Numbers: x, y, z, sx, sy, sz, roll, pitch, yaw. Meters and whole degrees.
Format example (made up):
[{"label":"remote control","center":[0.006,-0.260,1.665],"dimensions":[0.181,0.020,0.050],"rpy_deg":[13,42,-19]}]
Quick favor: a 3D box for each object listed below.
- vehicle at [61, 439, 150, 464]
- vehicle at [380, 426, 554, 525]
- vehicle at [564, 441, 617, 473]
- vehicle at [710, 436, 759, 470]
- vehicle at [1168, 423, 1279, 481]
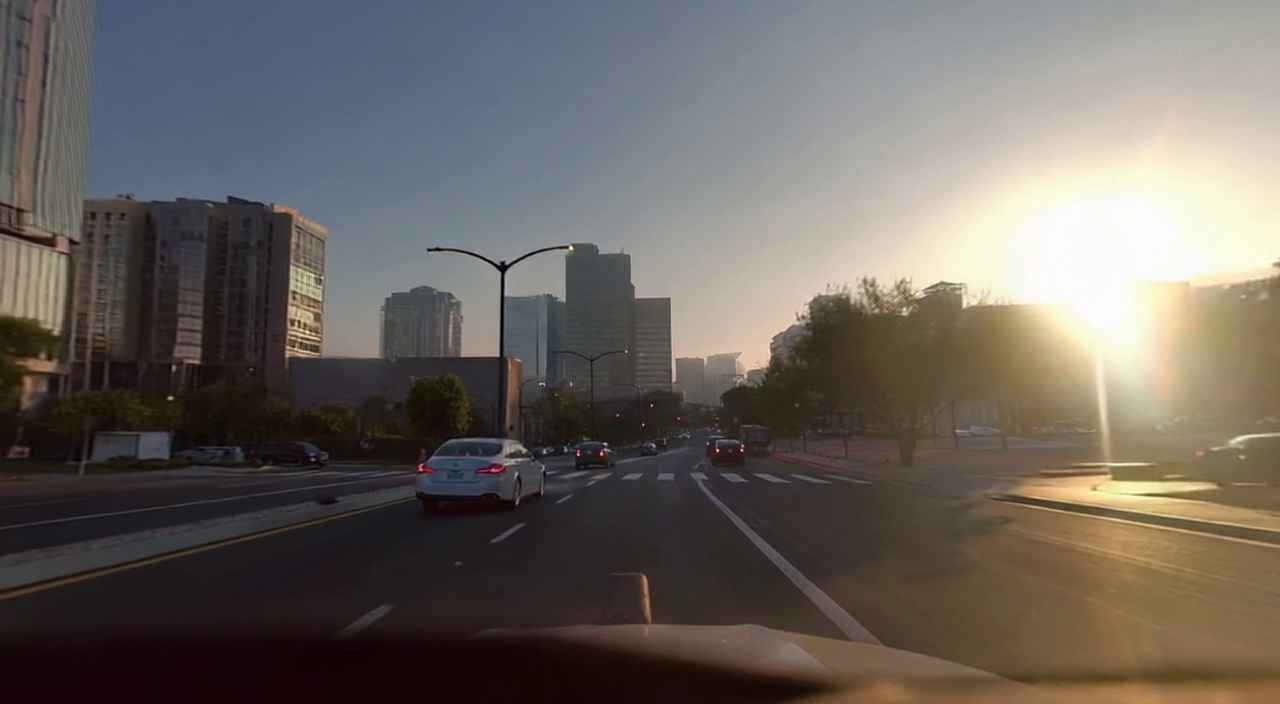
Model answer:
[{"label":"vehicle","center":[-39.979,7.427,47.214],"dimensions":[1.993,1.726,4.713],"rpy_deg":[-7,-11,41]},{"label":"vehicle","center":[-3.112,2.328,12.476],"dimensions":[2.118,1.568,4.436],"rpy_deg":[0,-8,1]},{"label":"vehicle","center":[-2.383,5.185,31.347],"dimensions":[1.980,1.454,4.226],"rpy_deg":[-1,-8,4]},{"label":"vehicle","center":[5.050,5.437,34.188],"dimensions":[2.103,1.699,4.171],"rpy_deg":[0,-8,2]},{"label":"vehicle","center":[17.977,2.751,17.530],"dimensions":[4.583,1.491,2.192],"rpy_deg":[0,-8,-1]}]
